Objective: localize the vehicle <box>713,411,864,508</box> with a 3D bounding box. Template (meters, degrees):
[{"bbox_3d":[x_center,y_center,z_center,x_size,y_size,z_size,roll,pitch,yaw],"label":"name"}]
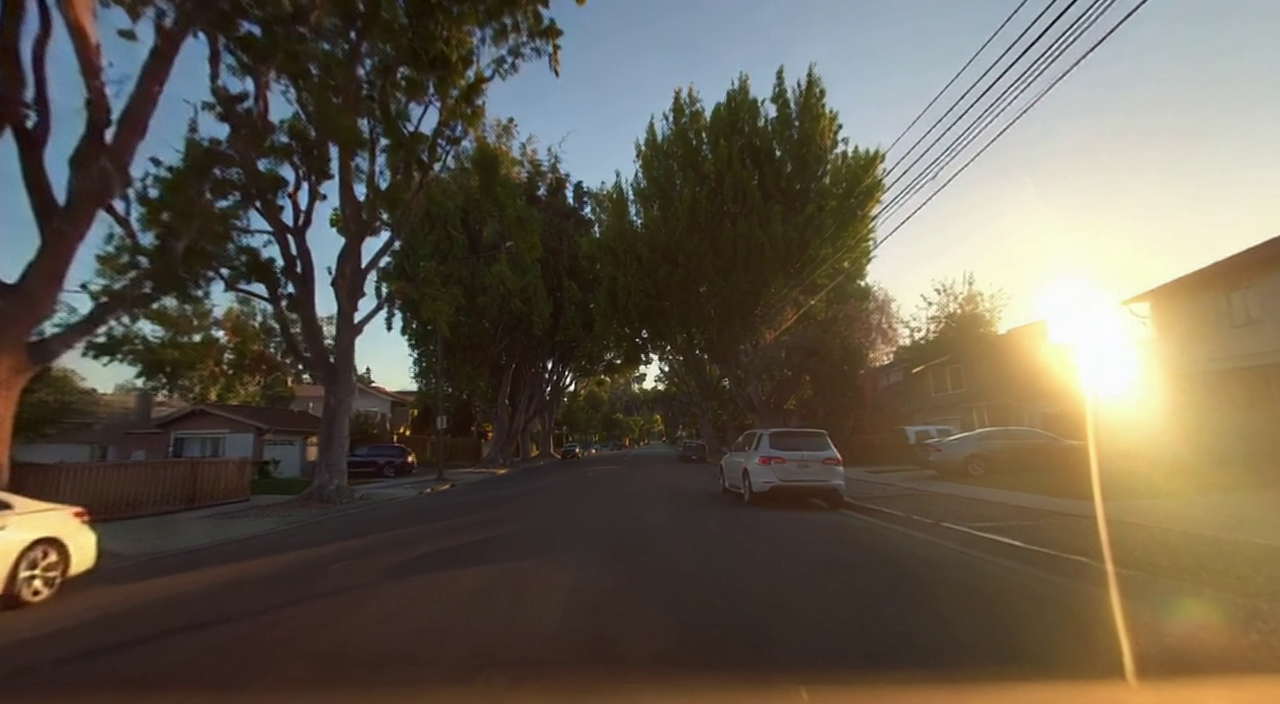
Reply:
[{"bbox_3d":[3.208,2.459,14.942,2.241,1.875,5.059,0,-8,-1],"label":"vehicle"}]

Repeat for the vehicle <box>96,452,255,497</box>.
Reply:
[{"bbox_3d":[-16.147,4.251,22.089,4.276,1.463,1.832,-1,-8,7],"label":"vehicle"}]

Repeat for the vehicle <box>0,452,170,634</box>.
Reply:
[{"bbox_3d":[-6.241,1.603,4.768,2.099,1.399,4.357,-4,-7,0],"label":"vehicle"}]

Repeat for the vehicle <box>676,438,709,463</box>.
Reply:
[{"bbox_3d":[3.466,6.546,42.295,2.016,1.567,4.228,-1,-8,2],"label":"vehicle"}]

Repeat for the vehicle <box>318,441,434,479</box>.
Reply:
[{"bbox_3d":[-13.124,5.396,31.635,4.928,1.797,1.981,-1,-8,2],"label":"vehicle"}]

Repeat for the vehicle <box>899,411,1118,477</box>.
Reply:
[{"bbox_3d":[10.496,2.702,18.479,5.041,1.486,1.969,-6,-9,13],"label":"vehicle"}]
